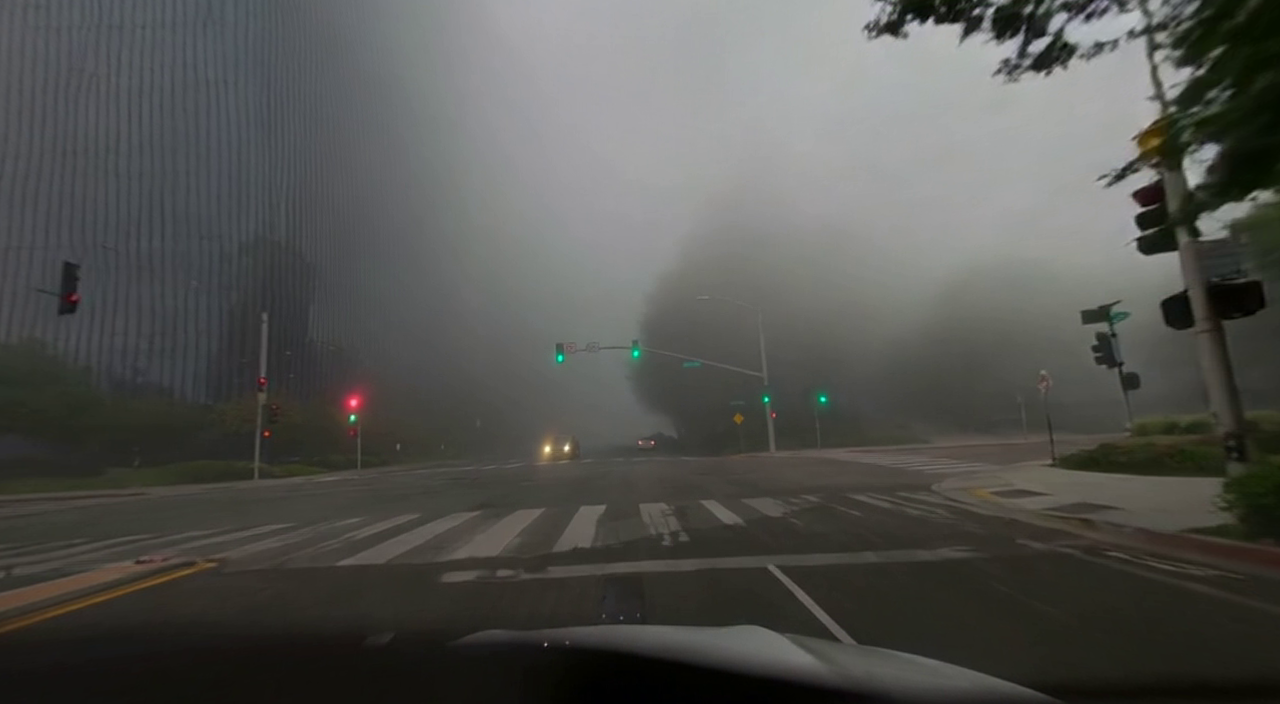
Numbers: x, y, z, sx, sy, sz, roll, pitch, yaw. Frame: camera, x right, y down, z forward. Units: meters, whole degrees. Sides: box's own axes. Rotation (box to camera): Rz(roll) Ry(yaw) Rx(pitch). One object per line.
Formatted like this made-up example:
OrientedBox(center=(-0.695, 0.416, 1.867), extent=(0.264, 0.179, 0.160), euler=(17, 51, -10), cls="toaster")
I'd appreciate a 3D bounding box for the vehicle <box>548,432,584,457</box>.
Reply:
OrientedBox(center=(-5.235, 6.623, 45.083), extent=(1.988, 1.666, 4.074), euler=(0, -9, 1), cls="vehicle")
